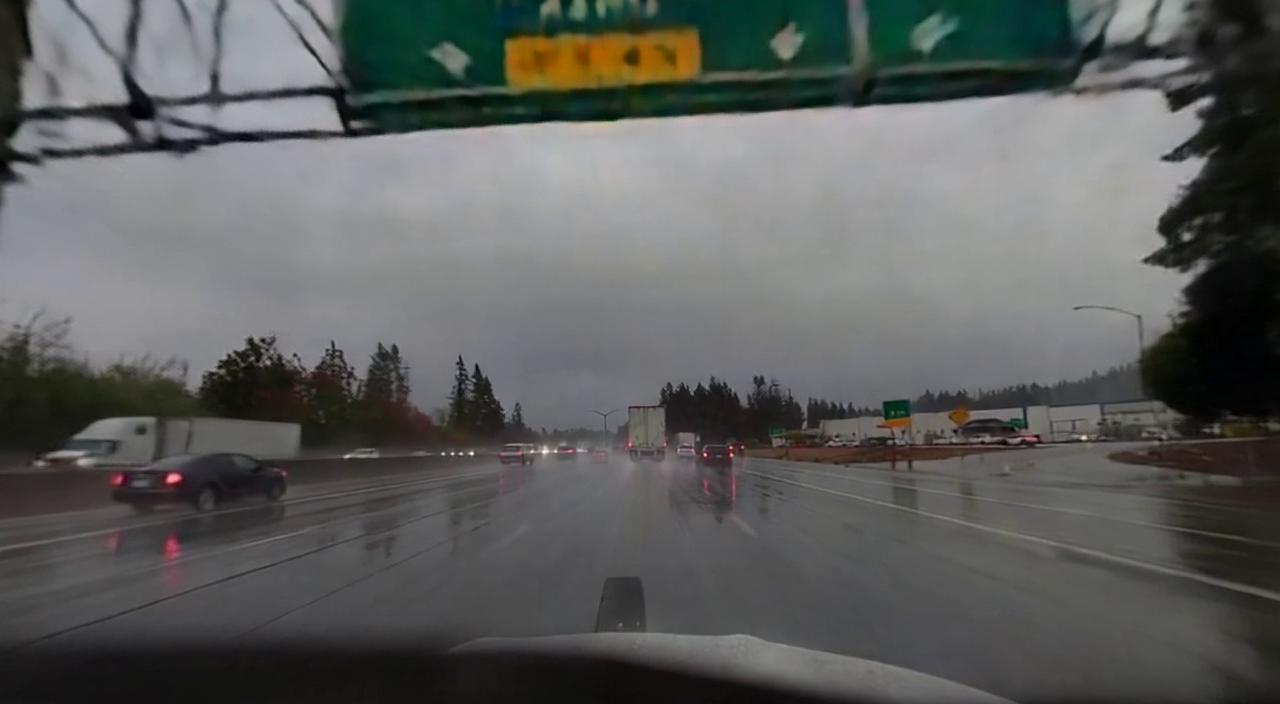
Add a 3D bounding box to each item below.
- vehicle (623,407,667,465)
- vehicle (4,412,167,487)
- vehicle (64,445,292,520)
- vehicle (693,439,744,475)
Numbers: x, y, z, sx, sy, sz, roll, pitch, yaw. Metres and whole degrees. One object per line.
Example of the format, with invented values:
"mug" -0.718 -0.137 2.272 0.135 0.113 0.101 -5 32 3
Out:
"vehicle" 0.537 6.515 47.957 3.012 3.928 10.262 0 -9 2
"vehicle" -31.124 5.533 35.835 3.006 3.815 6.541 0 -9 1
"vehicle" -10.814 3.045 15.299 2.015 1.521 4.550 0 -9 1
"vehicle" 4.016 5.485 33.034 2.107 1.707 4.445 0 -9 0
